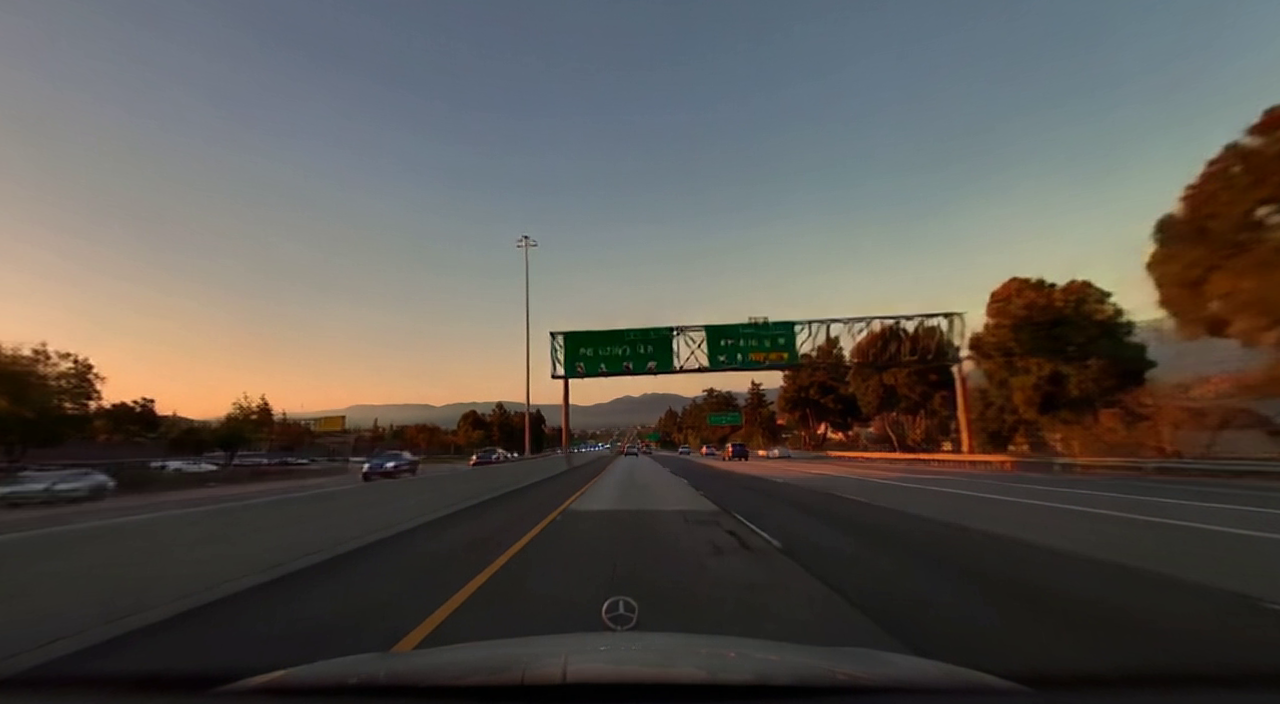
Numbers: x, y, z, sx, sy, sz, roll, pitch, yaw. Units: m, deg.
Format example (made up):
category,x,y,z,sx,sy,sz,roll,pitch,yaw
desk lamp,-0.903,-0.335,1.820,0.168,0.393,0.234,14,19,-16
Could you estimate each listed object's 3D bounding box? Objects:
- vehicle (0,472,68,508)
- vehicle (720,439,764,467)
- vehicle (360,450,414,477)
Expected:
category,x,y,z,sx,sy,sz,roll,pitch,yaw
vehicle,-30.417,6.588,30.169,1.871,1.474,4.603,0,-9,-1
vehicle,6.612,6.580,41.374,2.030,1.706,4.279,0,-9,-1
vehicle,-18.413,8.117,46.244,2.032,1.757,4.656,0,-9,0
